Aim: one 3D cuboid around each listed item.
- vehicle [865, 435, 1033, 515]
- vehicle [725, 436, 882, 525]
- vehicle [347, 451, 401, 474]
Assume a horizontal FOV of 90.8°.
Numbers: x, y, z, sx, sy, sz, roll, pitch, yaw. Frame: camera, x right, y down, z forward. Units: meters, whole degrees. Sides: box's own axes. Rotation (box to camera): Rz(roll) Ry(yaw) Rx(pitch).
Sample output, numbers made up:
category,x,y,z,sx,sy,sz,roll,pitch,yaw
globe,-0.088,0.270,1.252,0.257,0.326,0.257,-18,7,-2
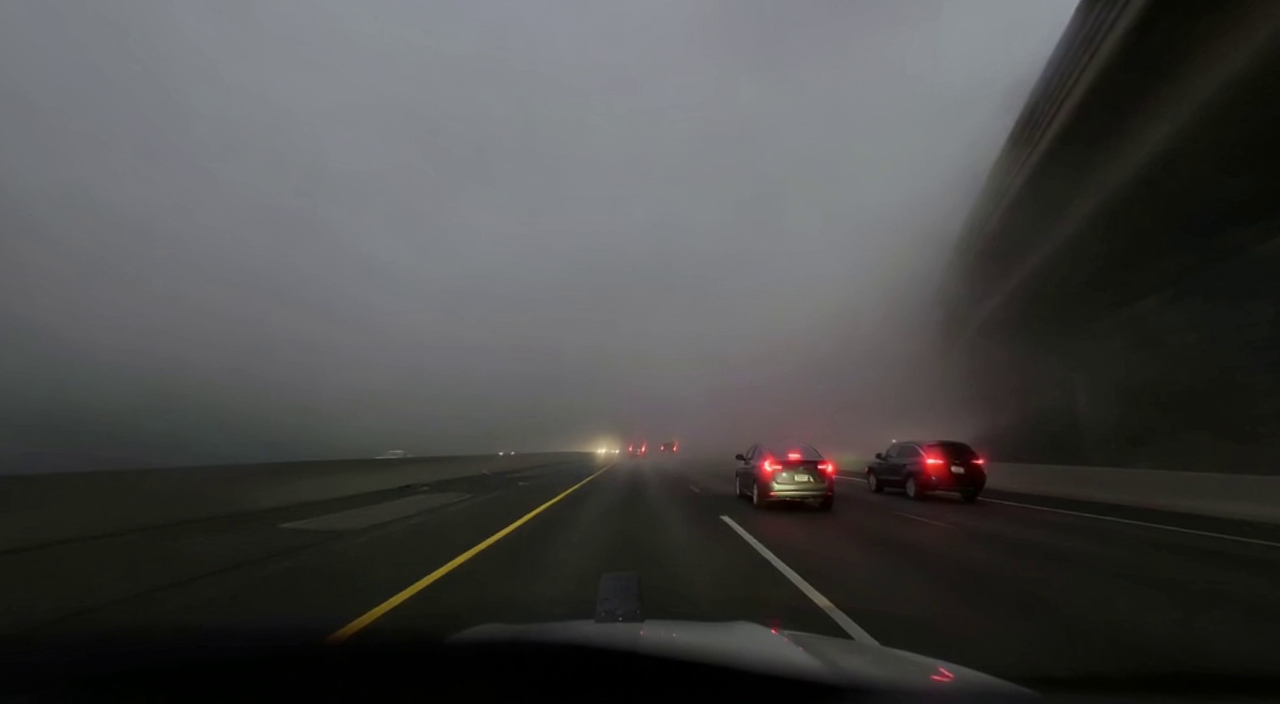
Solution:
category,x,y,z,sx,sy,sz,roll,pitch,yaw
vehicle,6.931,2.762,14.698,1.856,1.592,3.920,0,-8,-1
vehicle,3.159,2.590,13.357,1.982,1.533,4.612,0,-8,-1
vehicle,-20.569,8.578,49.048,2.063,1.627,4.508,-1,-8,3
